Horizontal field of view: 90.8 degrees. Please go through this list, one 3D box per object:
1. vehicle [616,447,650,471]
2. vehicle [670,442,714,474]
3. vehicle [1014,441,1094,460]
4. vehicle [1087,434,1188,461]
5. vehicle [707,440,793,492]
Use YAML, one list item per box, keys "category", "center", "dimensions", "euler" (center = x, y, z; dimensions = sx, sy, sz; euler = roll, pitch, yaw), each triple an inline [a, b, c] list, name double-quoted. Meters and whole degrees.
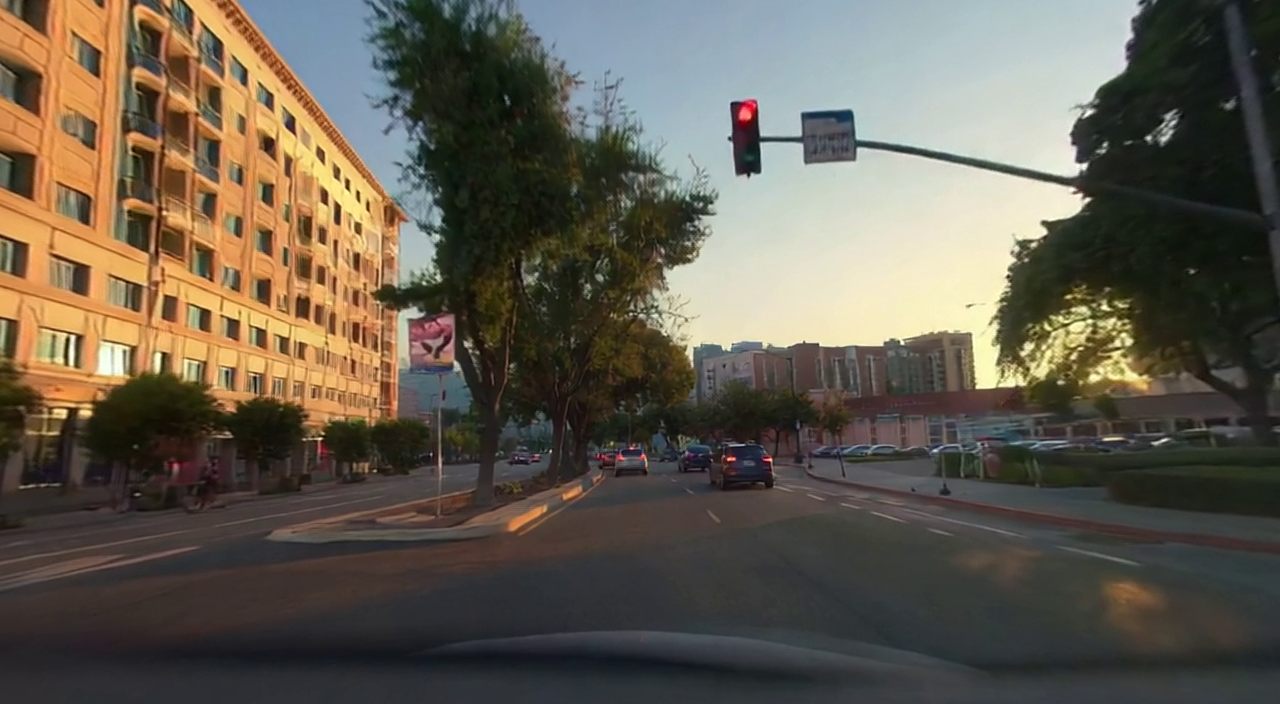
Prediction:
- category: "vehicle"
  center: [-0.533, 7.083, 42.101]
  dimensions: [2.068, 1.512, 3.987]
  euler: [0, -8, -3]
- category: "vehicle"
  center: [3.099, 6.433, 38.587]
  dimensions: [2.046, 1.768, 4.370]
  euler: [0, -8, -3]
- category: "vehicle"
  center: [32.629, 7.776, 49.898]
  dimensions: [4.860, 1.461, 2.041]
  euler: [-1, -9, 0]
- category: "vehicle"
  center: [32.979, 6.361, 41.974]
  dimensions: [4.894, 1.710, 2.075]
  euler: [0, -8, -1]
- category: "vehicle"
  center: [3.661, 3.882, 21.808]
  dimensions: [1.966, 1.596, 3.980]
  euler: [0, -9, -5]
